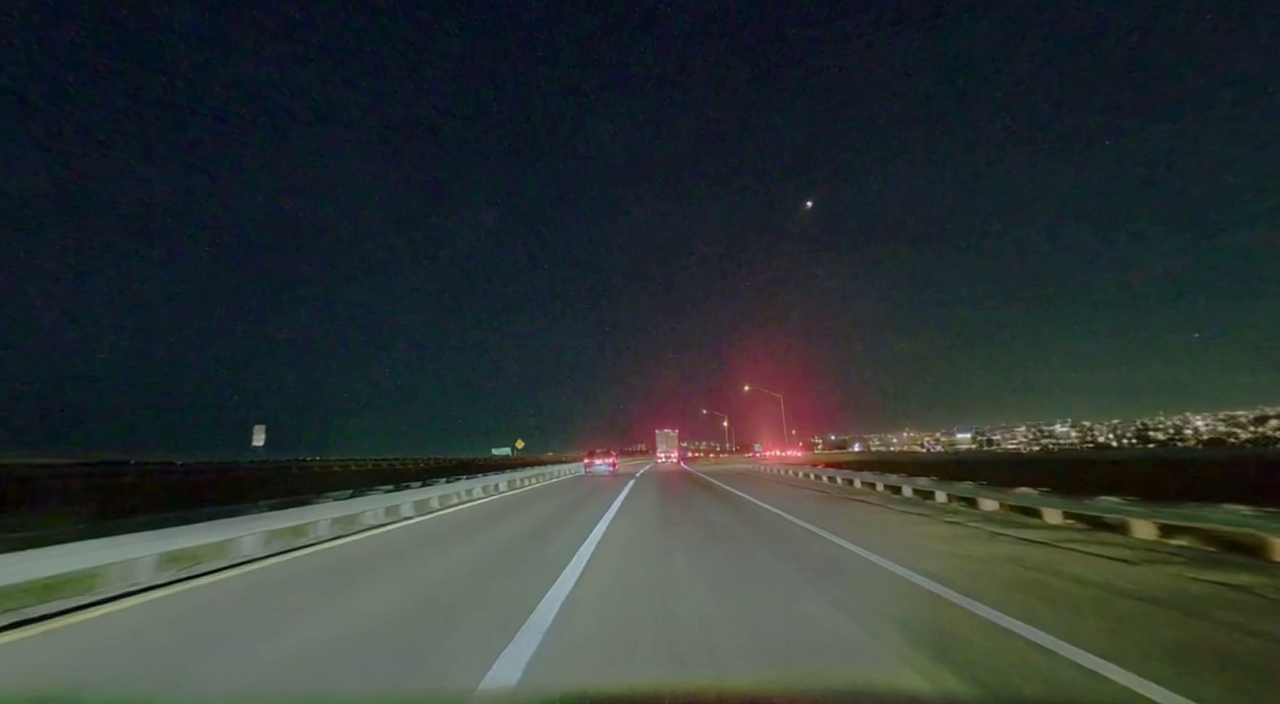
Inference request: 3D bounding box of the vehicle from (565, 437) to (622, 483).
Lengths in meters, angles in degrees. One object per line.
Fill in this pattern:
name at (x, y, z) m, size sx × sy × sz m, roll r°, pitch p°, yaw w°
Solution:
vehicle at (-2.168, 5.268, 30.888) m, size 2.271 × 2.049 × 4.894 m, roll -1°, pitch -9°, yaw 2°
